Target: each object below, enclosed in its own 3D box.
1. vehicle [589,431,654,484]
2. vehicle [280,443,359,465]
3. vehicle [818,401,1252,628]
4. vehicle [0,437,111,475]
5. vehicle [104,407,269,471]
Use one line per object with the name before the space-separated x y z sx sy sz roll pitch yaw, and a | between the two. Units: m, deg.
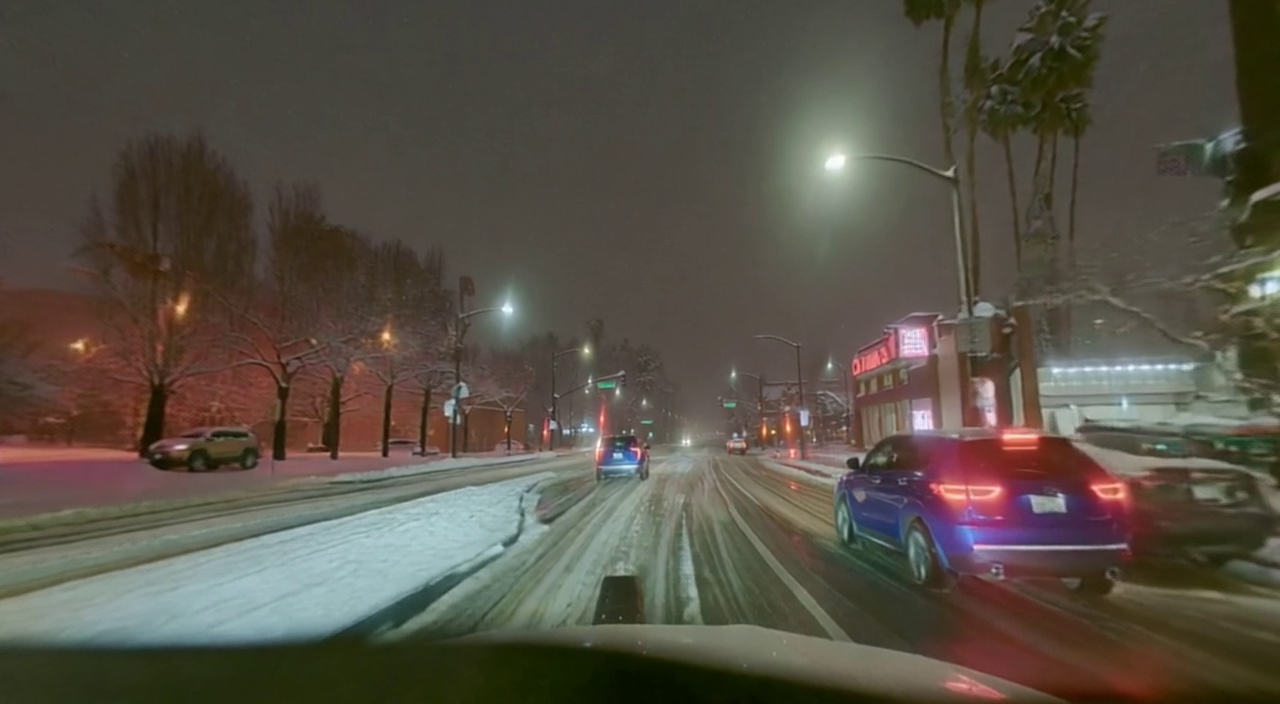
vehicle | -0.579 3.693 22.378 2.063 1.664 4.471 0 -8 0
vehicle | -22.473 7.149 44.486 1.800 1.462 4.752 -4 -9 25
vehicle | 3.525 1.514 6.900 1.983 1.654 4.354 0 -8 2
vehicle | -29.414 5.049 30.887 1.863 1.733 4.974 -5 -9 27
vehicle | -21.055 4.115 29.738 2.198 2.684 5.751 -4 -9 25
